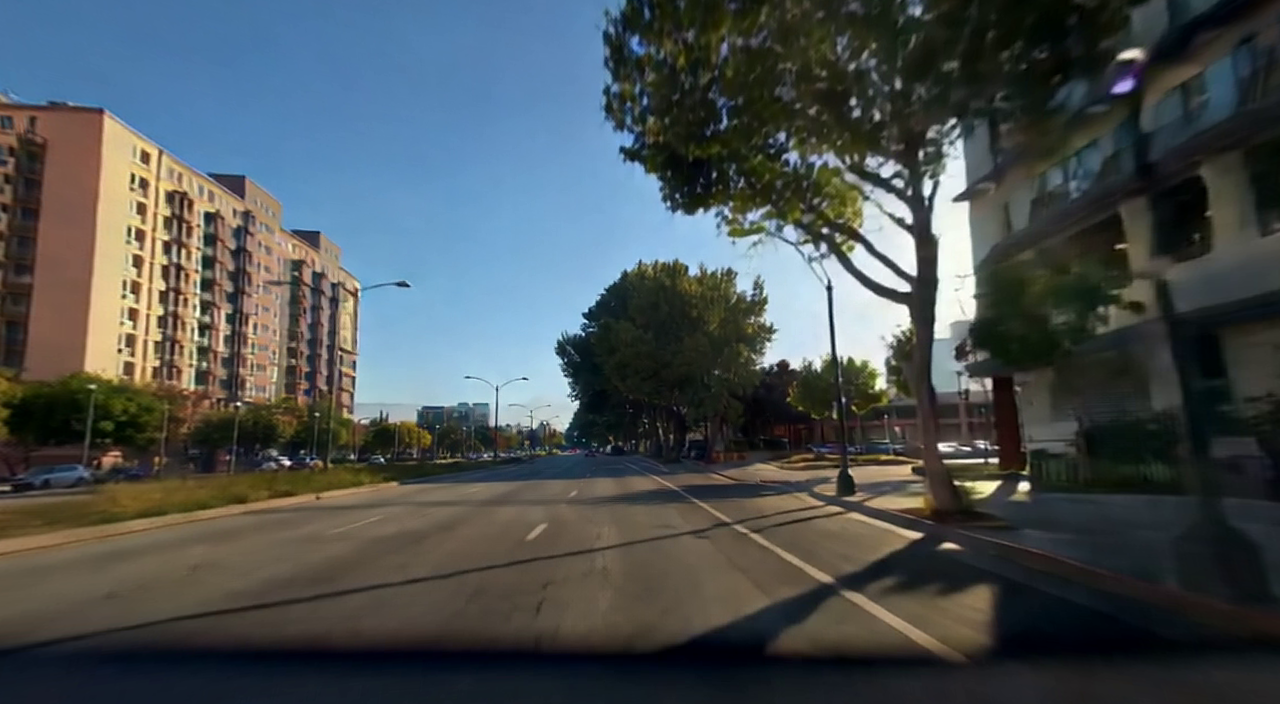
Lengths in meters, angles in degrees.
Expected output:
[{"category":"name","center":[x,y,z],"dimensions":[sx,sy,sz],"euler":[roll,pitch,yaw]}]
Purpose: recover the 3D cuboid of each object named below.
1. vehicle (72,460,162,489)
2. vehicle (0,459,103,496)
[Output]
[{"category":"vehicle","center":[-33.279,7.789,40.397],"dimensions":[2.034,1.618,4.667],"euler":[1,-8,-5]},{"category":"vehicle","center":[-32.812,6.874,34.930],"dimensions":[2.031,1.789,5.081],"euler":[0,-8,-4]}]
